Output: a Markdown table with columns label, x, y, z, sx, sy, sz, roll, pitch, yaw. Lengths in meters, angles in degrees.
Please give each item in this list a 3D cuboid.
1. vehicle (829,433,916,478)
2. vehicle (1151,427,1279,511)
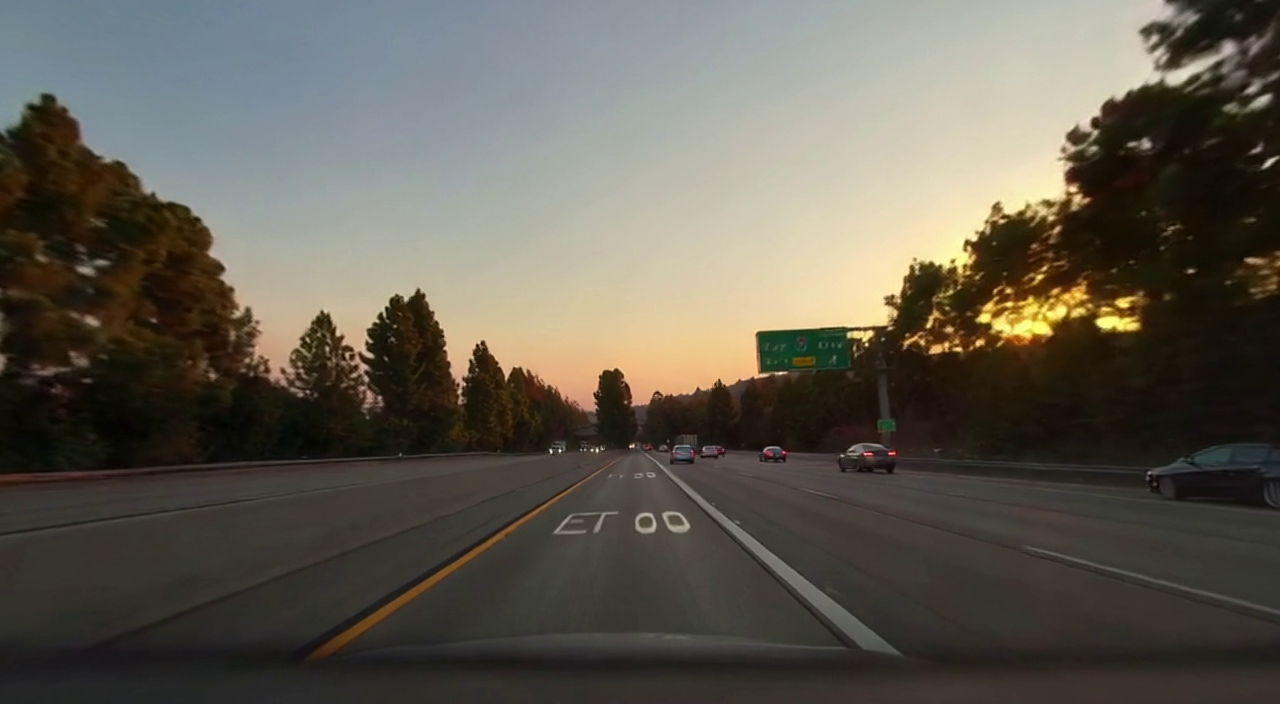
| label | x | y | z | sx | sy | sz | roll | pitch | yaw |
| --- | --- | --- | --- | --- | --- | --- | --- | --- | --- |
| vehicle | 10.208 | 4.594 | 28.138 | 2.098 | 1.820 | 4.505 | 0 | -9 | -1 |
| vehicle | 14.146 | 2.550 | 13.963 | 1.957 | 1.709 | 4.387 | 0 | -9 | -1 |
